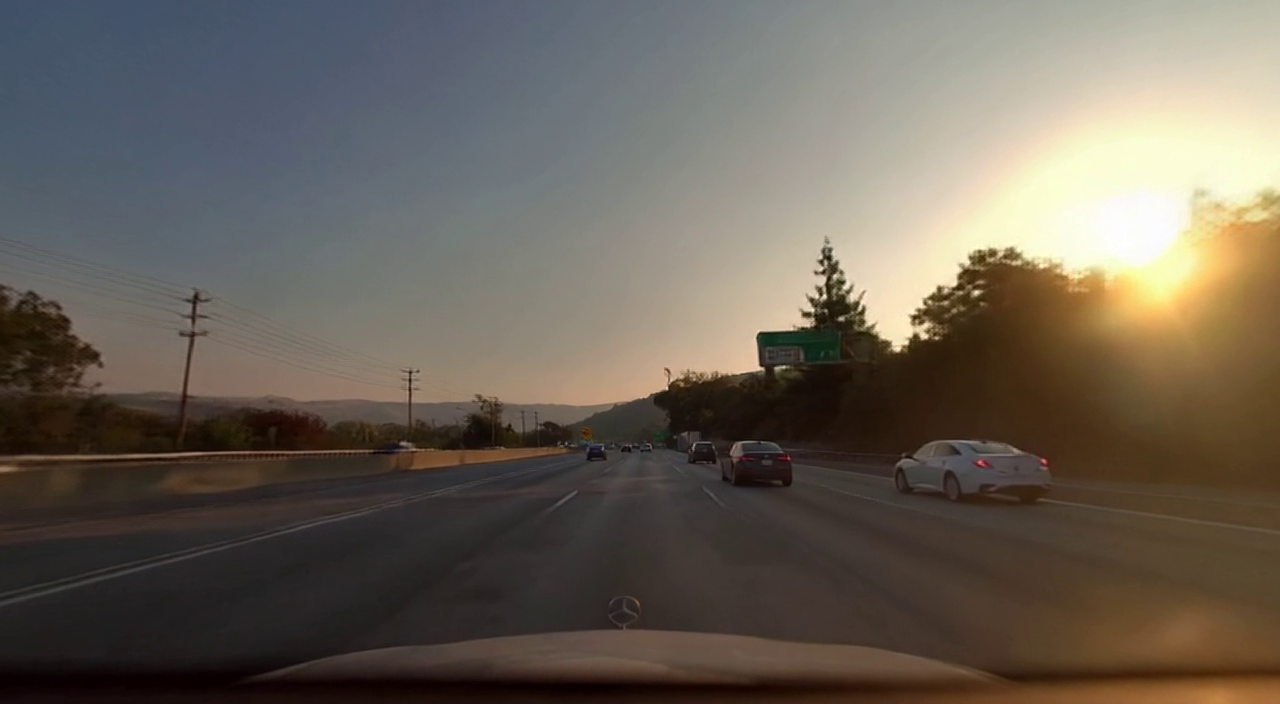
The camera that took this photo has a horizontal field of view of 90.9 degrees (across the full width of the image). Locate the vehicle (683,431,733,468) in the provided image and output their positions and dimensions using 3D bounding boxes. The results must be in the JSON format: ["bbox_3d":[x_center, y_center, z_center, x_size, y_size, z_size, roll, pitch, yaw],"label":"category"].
[{"bbox_3d":[4.024,5.897,38.328,2.442,2.022,5.466,0,-8,0],"label":"vehicle"}]

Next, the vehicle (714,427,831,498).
[{"bbox_3d":[3.387,2.935,17.125,2.146,1.639,4.475,0,-8,-1],"label":"vehicle"}]

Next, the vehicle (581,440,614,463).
[{"bbox_3d":[-3.165,7.491,47.635,2.106,1.682,4.395,-1,-8,2],"label":"vehicle"}]

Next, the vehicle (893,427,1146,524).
[{"bbox_3d":[7.026,2.318,12.507,1.988,1.518,4.856,0,-8,0],"label":"vehicle"}]
